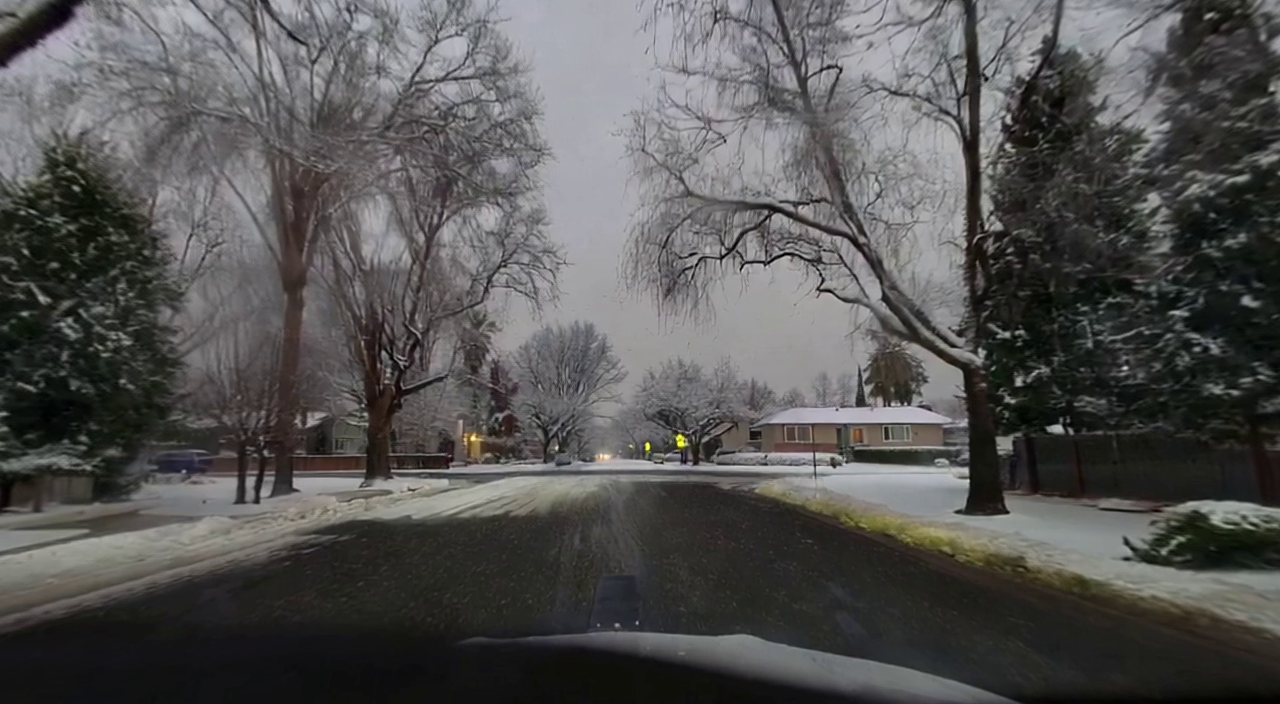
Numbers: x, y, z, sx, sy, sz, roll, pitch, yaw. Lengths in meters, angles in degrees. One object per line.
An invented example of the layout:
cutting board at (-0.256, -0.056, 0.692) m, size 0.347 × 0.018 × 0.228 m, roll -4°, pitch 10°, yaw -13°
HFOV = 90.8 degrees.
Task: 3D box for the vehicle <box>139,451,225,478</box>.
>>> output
vehicle at (-30.189, 7.477, 41.764) m, size 4.023 × 1.692 × 2.024 m, roll 0°, pitch -11°, yaw -2°
